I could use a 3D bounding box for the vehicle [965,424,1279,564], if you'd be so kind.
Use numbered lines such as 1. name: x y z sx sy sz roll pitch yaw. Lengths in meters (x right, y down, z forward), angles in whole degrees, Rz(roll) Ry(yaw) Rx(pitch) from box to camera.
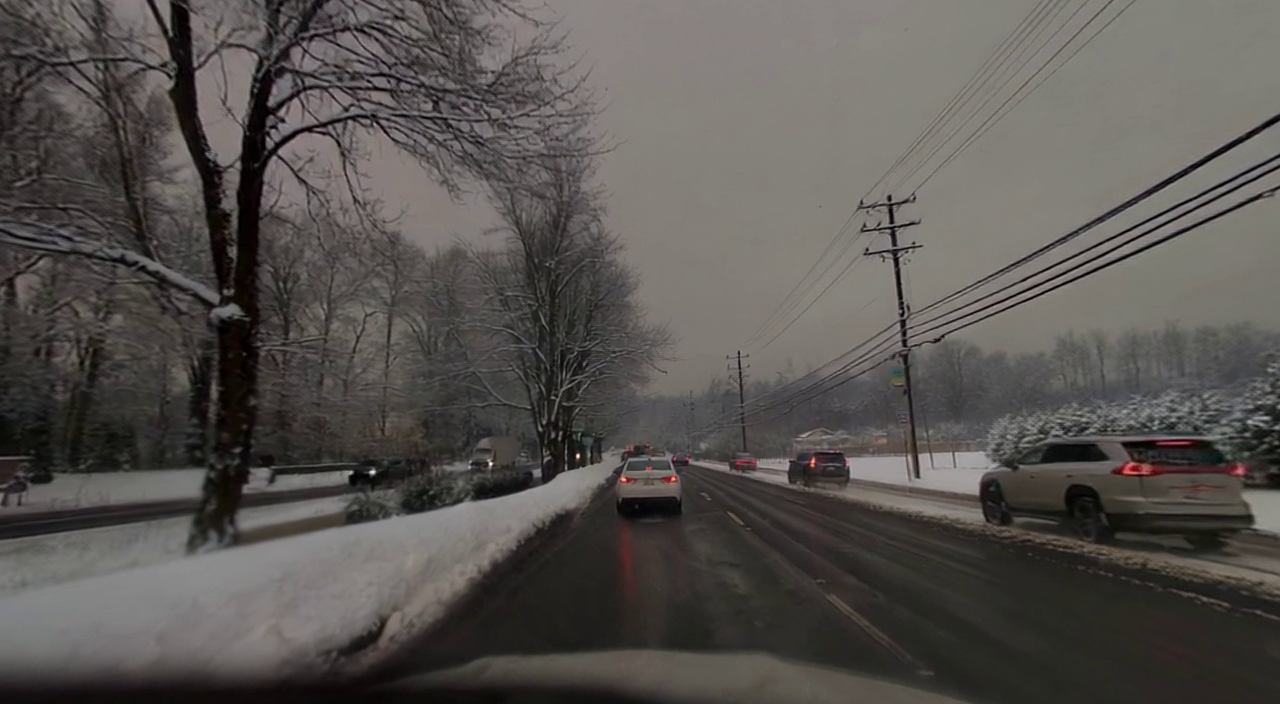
1. vehicle: 7.292 2.028 9.837 1.983 1.649 4.557 0 -8 0

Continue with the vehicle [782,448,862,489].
1. vehicle: 7.274 4.654 25.674 1.850 1.480 4.474 0 -8 -1

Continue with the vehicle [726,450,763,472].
1. vehicle: 7.753 8.136 47.290 1.899 1.458 4.499 0 -8 -1

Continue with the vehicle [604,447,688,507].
1. vehicle: 0.157 3.435 17.823 2.108 1.479 3.935 0 -8 0

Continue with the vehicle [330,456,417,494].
1. vehicle: -12.097 5.591 29.026 1.942 1.481 4.621 0 -8 0
